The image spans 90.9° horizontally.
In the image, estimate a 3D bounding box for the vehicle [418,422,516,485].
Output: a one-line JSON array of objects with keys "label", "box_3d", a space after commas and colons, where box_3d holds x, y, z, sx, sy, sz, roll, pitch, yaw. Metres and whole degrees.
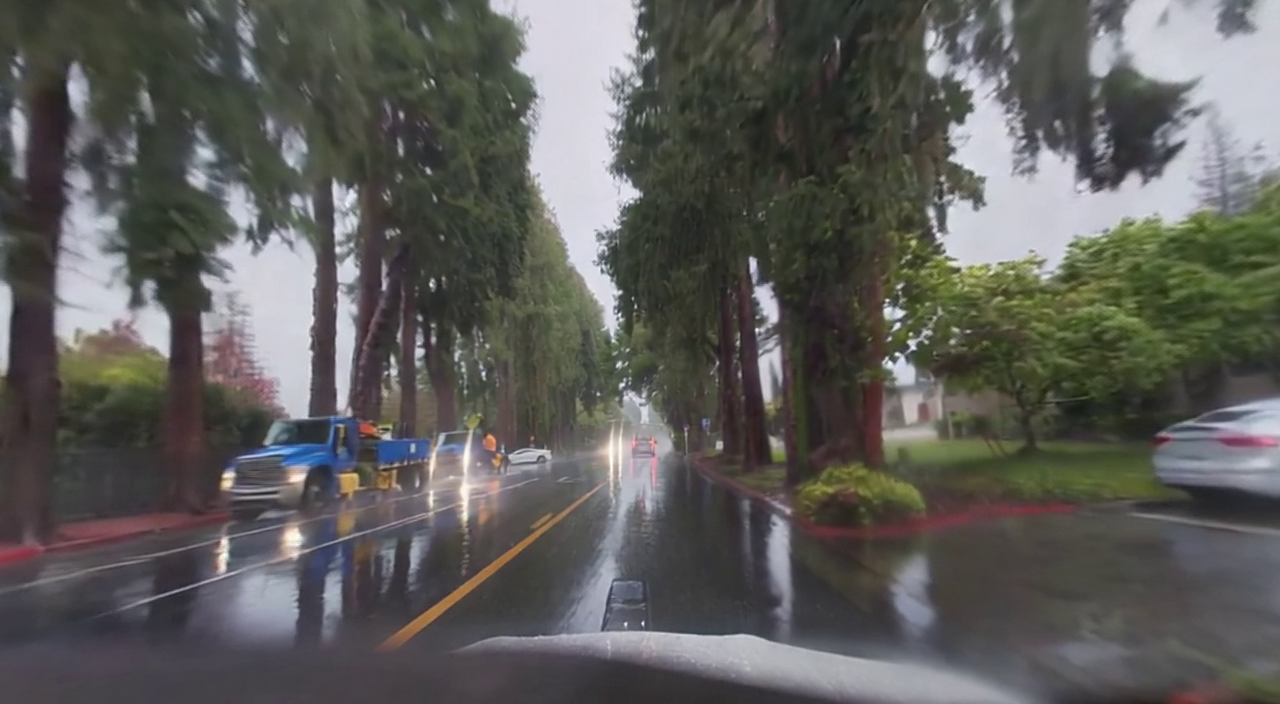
[{"label": "vehicle", "box_3d": [-8.872, 5.283, 33.289, 2.816, 2.723, 7.506, -4, -8, 1]}]

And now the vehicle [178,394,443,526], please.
[{"label": "vehicle", "box_3d": [-9.267, 3.206, 19.745, 2.970, 3.068, 9.784, 0, -8, 0]}]

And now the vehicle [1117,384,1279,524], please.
[{"label": "vehicle", "box_3d": [8.715, 1.133, 7.296, 4.623, 1.420, 1.996, -1, -8, 5]}]

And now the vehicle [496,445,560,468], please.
[{"label": "vehicle", "box_3d": [-8.669, 8.081, 48.957, 4.594, 1.696, 1.971, 0, -8, 0]}]
